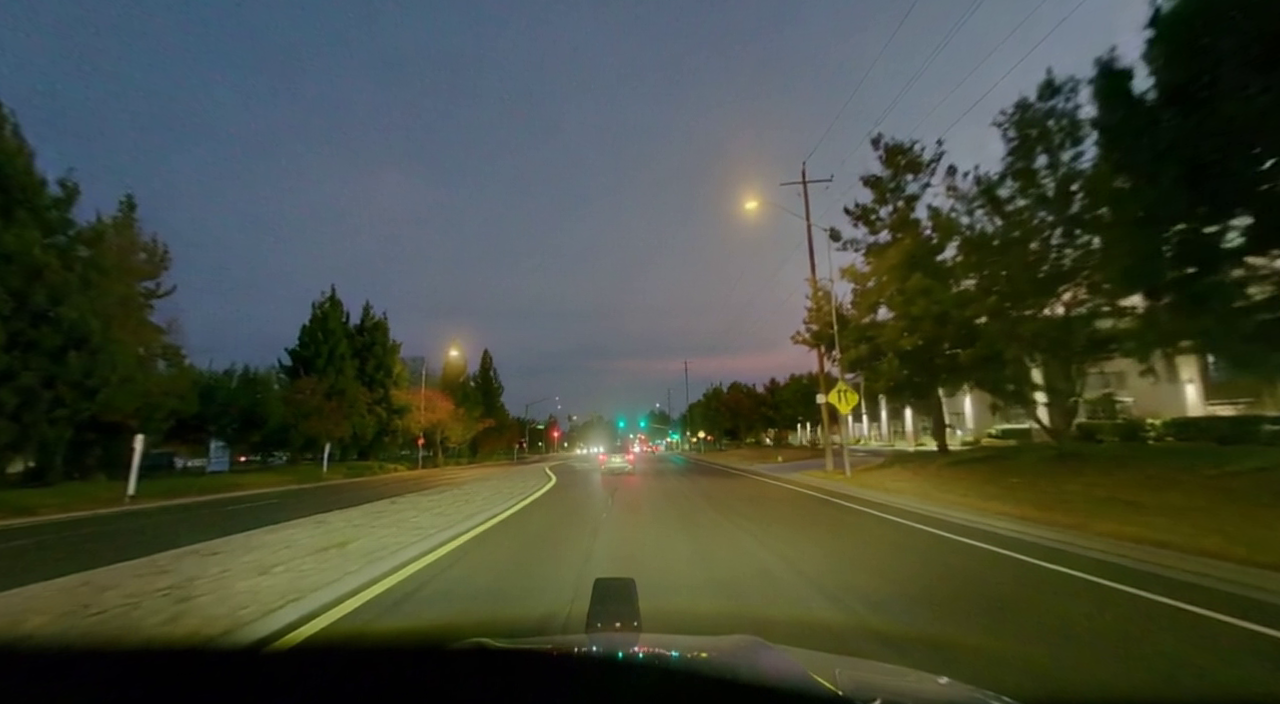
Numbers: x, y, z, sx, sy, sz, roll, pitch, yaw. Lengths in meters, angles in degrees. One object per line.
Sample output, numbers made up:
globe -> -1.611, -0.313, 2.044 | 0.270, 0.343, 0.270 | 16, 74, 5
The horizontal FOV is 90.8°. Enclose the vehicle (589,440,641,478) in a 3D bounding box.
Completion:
vehicle -> -1.051, 4.606, 27.391 | 2.075, 1.470, 3.962 | 0, -9, -1
